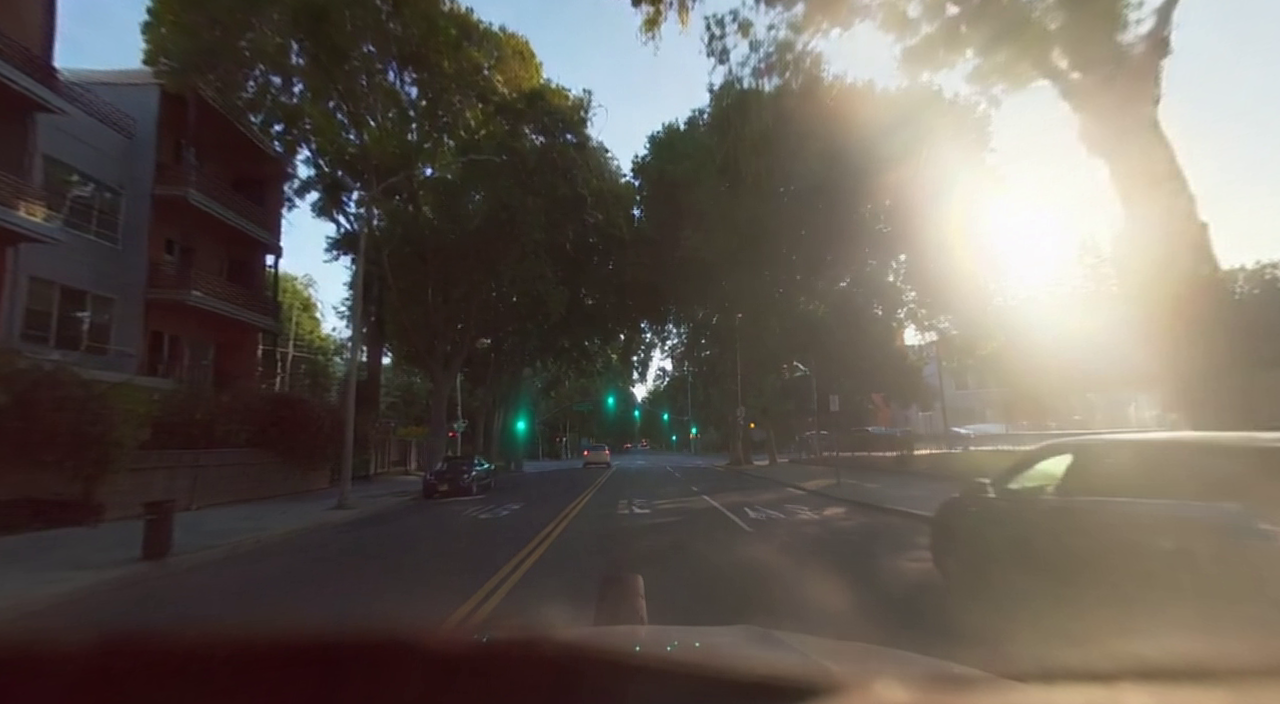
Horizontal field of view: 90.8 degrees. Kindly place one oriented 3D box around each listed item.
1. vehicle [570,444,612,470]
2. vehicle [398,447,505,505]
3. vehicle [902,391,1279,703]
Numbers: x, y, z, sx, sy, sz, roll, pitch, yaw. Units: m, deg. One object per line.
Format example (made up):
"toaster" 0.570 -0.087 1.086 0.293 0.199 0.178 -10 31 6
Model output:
"vehicle" -2.753 6.044 36.641 2.029 1.438 4.313 0 -8 1
"vehicle" -5.783 3.811 19.972 1.947 1.473 4.397 -4 -8 1
"vehicle" 4.015 1.231 4.403 2.082 1.662 4.753 0 -8 -4
